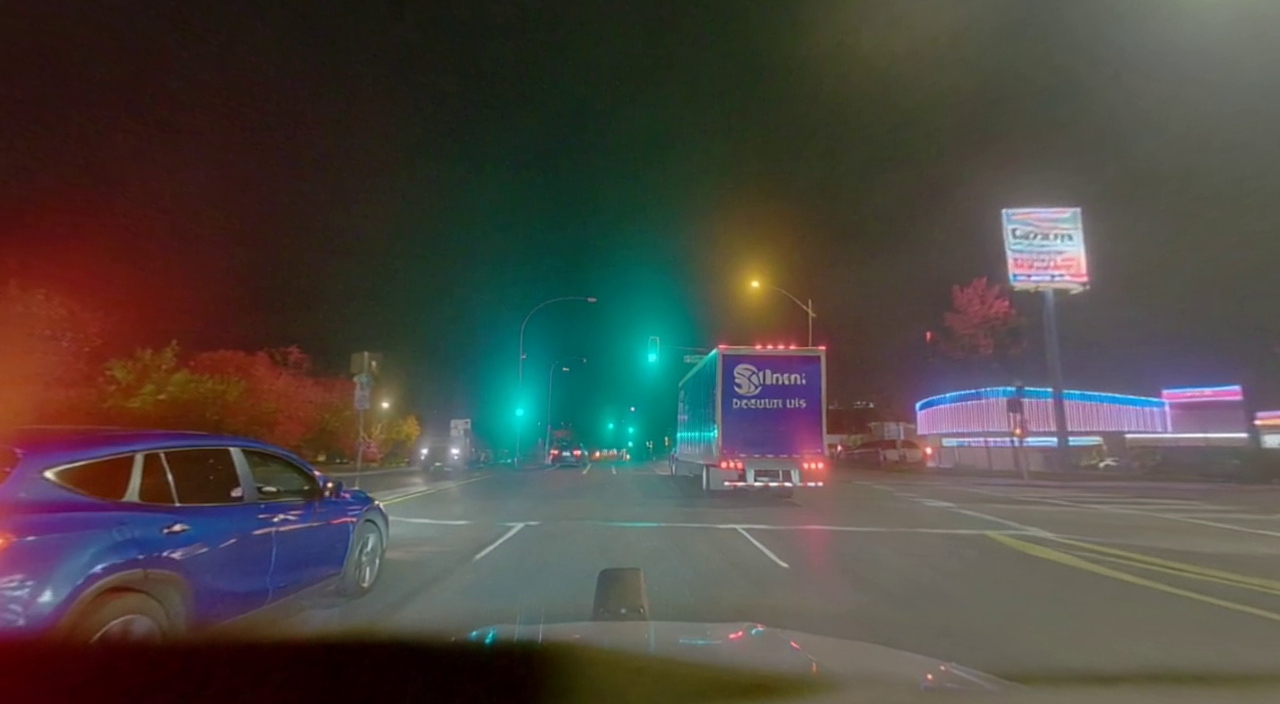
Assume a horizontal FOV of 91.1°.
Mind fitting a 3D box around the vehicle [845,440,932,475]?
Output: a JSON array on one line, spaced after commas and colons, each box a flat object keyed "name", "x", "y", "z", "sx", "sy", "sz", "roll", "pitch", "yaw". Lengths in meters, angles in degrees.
[{"name": "vehicle", "x": 17.112, "y": 7.217, "z": 43.175, "sx": 5.948, "sy": 2.233, "sz": 2.406, "roll": 6, "pitch": -11, "yaw": -32}]

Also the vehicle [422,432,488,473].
[{"name": "vehicle", "x": -9.280, "y": 5.080, "z": 31.965, "sx": 2.374, "sy": 1.863, "sz": 4.751, "roll": 1, "pitch": -8, "yaw": -6}]

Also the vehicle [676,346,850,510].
[{"name": "vehicle", "x": 2.978, "y": 2.292, "z": 18.279, "sx": 2.905, "sy": 3.644, "sz": 8.441, "roll": 0, "pitch": -8, "yaw": -3}]

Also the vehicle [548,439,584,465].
[{"name": "vehicle", "x": -5.330, "y": 7.239, "z": 45.587, "sx": 2.388, "sy": 1.811, "sz": 4.455, "roll": 1, "pitch": -8, "yaw": -4}]

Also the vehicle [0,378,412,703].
[{"name": "vehicle", "x": -3.137, "y": 1.083, "z": 3.725, "sx": 1.828, "sy": 1.515, "sz": 4.422, "roll": 0, "pitch": -8, "yaw": 1}]
